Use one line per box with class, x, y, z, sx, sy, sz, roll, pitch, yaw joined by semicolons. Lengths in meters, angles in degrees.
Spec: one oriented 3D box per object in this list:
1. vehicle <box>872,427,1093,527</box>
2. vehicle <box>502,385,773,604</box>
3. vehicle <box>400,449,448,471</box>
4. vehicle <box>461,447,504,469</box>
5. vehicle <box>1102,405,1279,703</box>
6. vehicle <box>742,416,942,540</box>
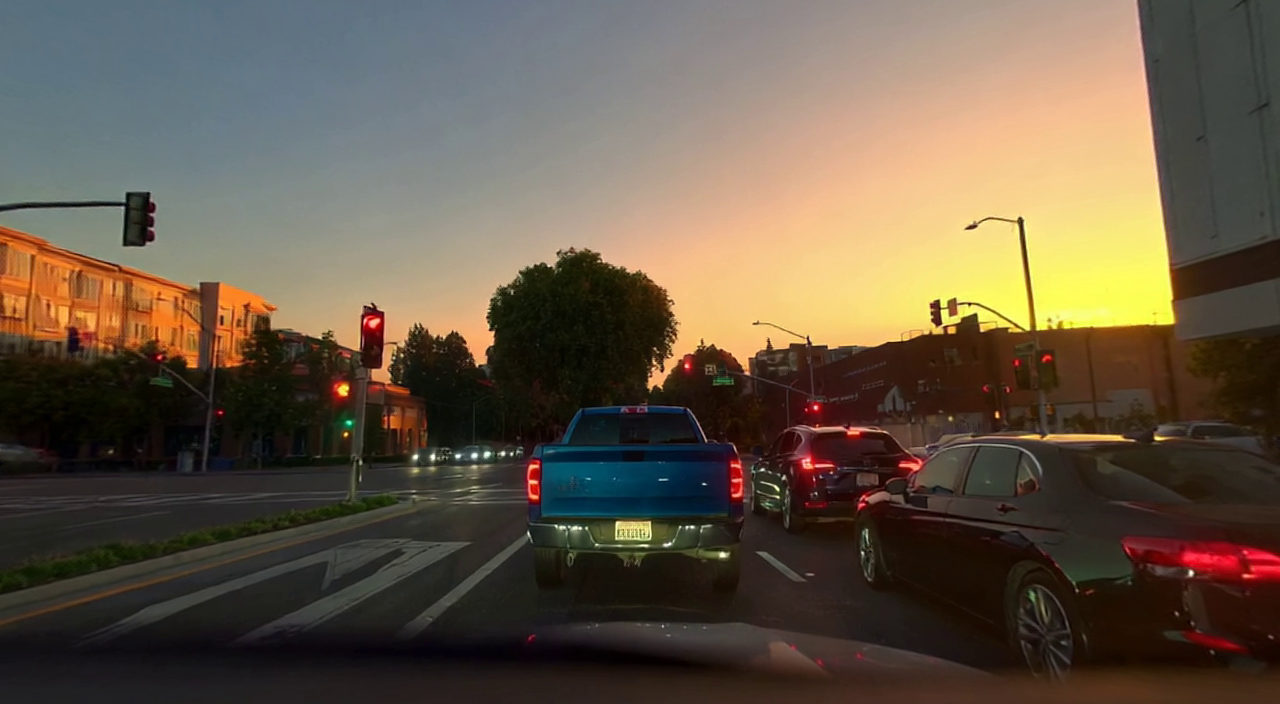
vehicle;6.545;2.410;12.802;2.002;1.651;4.305;0;-8;-1
vehicle;-0.118;1.570;7.870;2.344;1.883;4.572;0;-8;-3
vehicle;-15.828;7.904;46.557;1.915;1.491;4.347;0;-8;1
vehicle;-11.741;7.917;47.388;1.989;1.459;4.667;0;-8;1
vehicle;3.253;0.708;0.764;2.057;1.463;4.365;0;-8;0
vehicle;3.231;2.119;11.250;2.013;1.742;4.424;0;-8;-1
